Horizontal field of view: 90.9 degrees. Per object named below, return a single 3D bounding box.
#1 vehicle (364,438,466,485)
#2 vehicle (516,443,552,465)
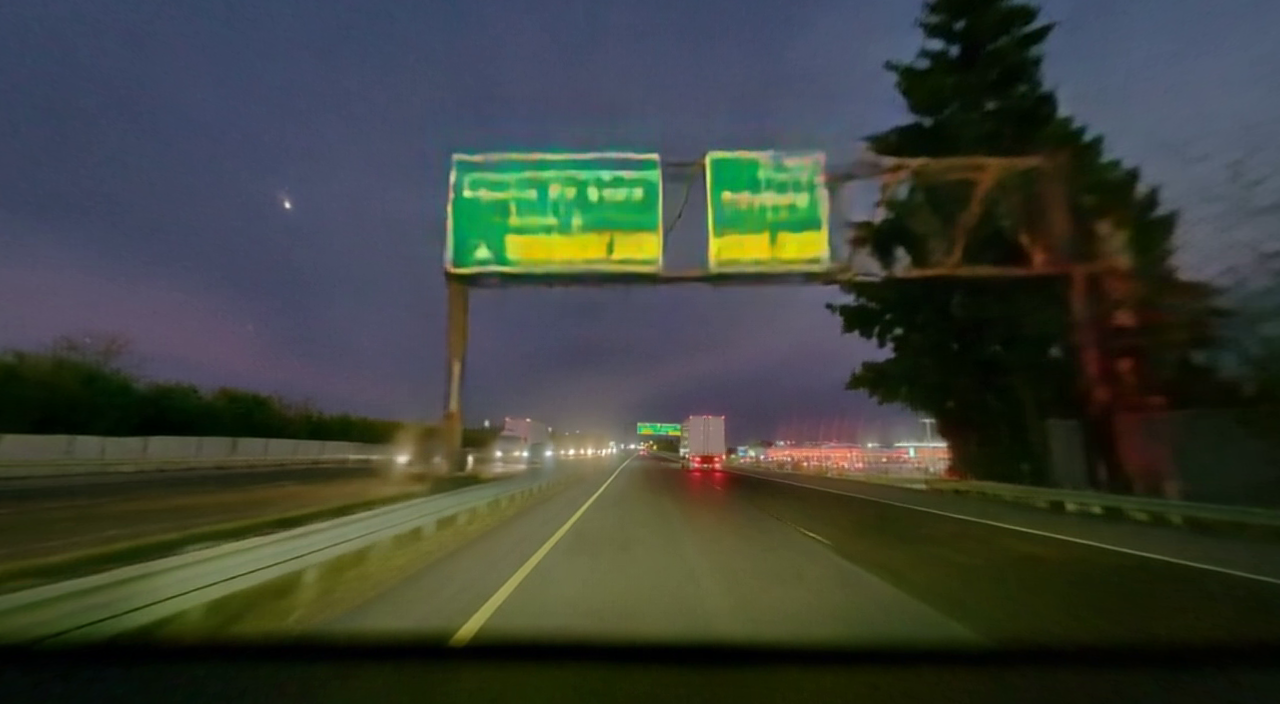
[{"bbox_3d":[-7.906,3.887,22.654,1.956,1.490,4.513,0,-9,0],"label":"vehicle"},{"bbox_3d":[-7.983,7.713,47.723,1.914,1.557,4.081,0,-9,1],"label":"vehicle"}]
